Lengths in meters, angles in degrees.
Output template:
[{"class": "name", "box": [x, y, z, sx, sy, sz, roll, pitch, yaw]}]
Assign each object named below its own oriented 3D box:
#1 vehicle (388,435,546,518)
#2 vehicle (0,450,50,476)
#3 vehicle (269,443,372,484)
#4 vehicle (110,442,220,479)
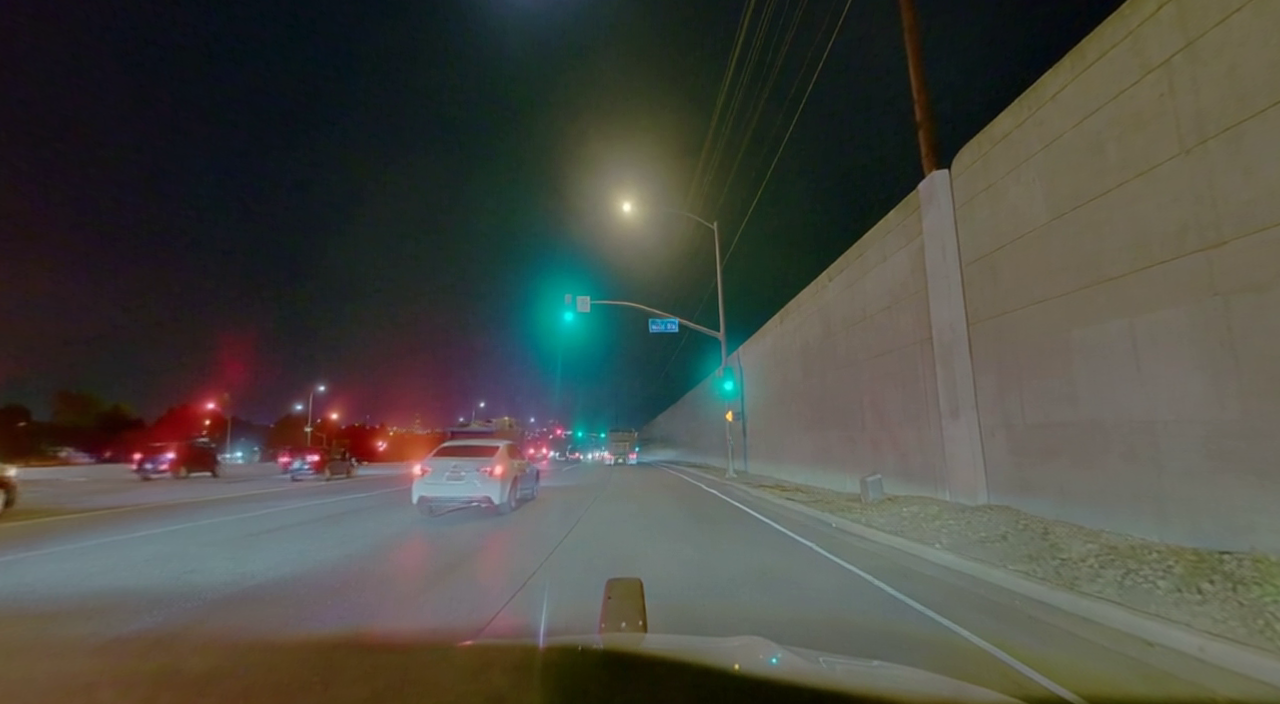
[{"class": "vehicle", "box": [-3.536, 2.646, 14.056, 2.019, 1.480, 4.966, 0, -8, 1]}, {"class": "vehicle", "box": [-37.323, 6.594, 37.339, 1.514, 1.404, 3.424, -4, -8, 0]}, {"class": "vehicle", "box": [-12.780, 4.459, 25.547, 1.905, 1.492, 4.151, -1, -8, 2]}, {"class": "vehicle", "box": [-24.005, 5.471, 32.122, 1.891, 1.696, 4.613, 0, -8, 1]}]
